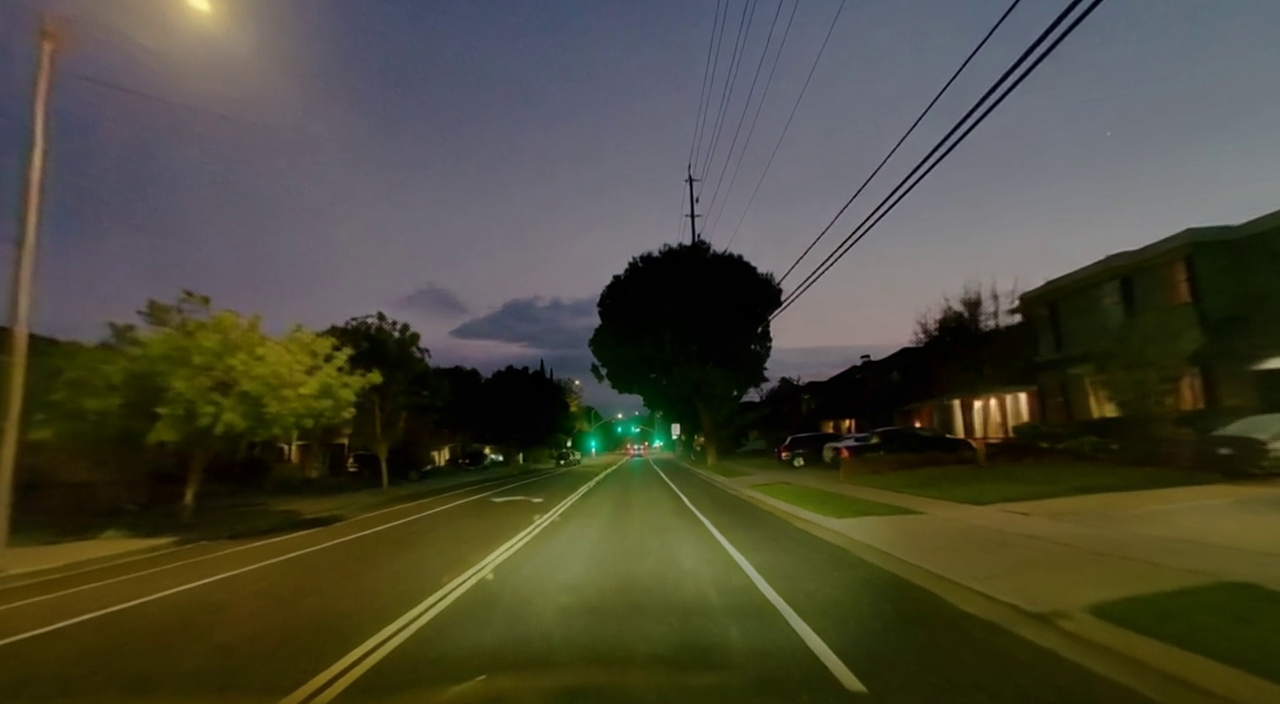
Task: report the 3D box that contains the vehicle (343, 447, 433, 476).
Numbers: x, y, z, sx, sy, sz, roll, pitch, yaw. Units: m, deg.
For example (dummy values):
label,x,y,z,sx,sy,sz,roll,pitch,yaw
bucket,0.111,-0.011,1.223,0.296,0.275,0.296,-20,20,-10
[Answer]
label,x,y,z,sx,sy,sz,roll,pitch,yaw
vehicle,-14.989,6.516,37.765,4.501,1.689,2.106,0,-8,1

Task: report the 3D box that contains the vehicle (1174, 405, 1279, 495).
label,x,y,z,sx,sy,sz,roll,pitch,yaw
vehicle,11.819,1.576,10.372,1.973,1.481,4.745,-4,-7,1

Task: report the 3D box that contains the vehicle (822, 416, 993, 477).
label,x,y,z,sx,sy,sz,roll,pitch,yaw
vehicle,8.883,3.193,21.371,4.747,1.942,2.158,0,-8,1
